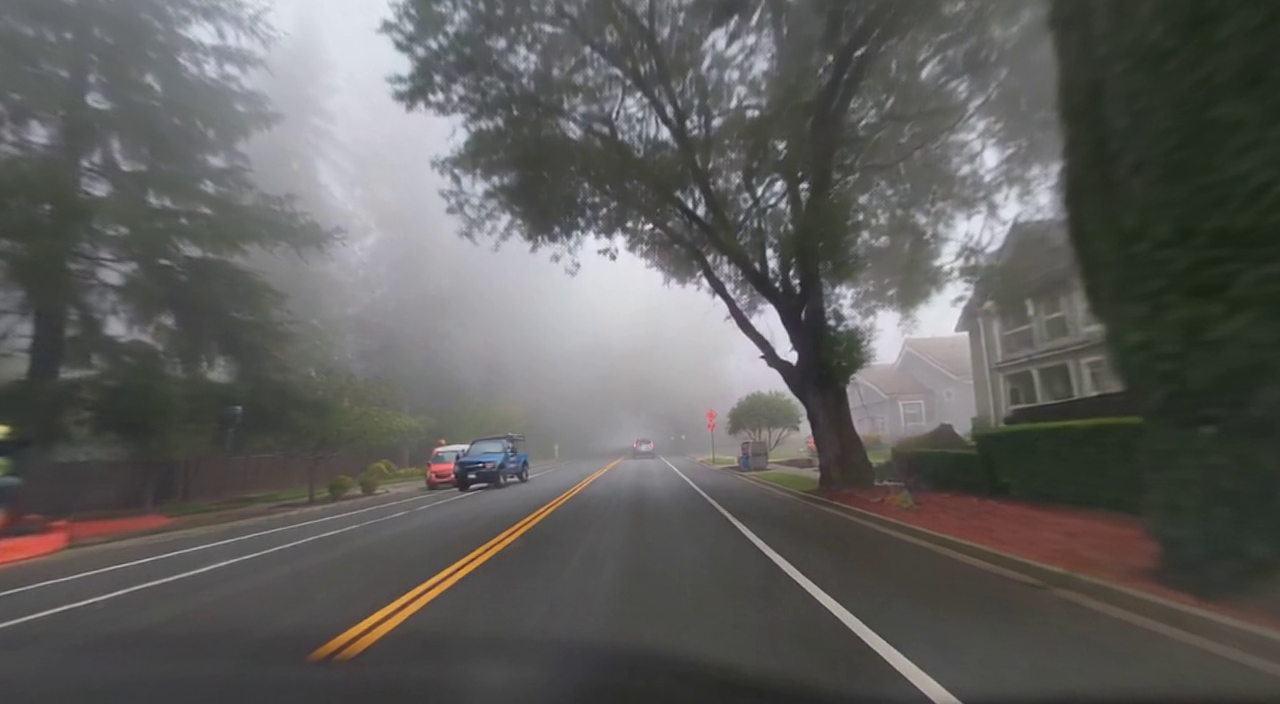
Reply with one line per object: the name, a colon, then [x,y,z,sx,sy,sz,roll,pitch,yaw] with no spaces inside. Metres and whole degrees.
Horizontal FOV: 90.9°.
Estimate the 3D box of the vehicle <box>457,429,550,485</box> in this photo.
vehicle: [-6.190,4.855,29.429,2.517,2.323,5.205,-1,-8,8]
